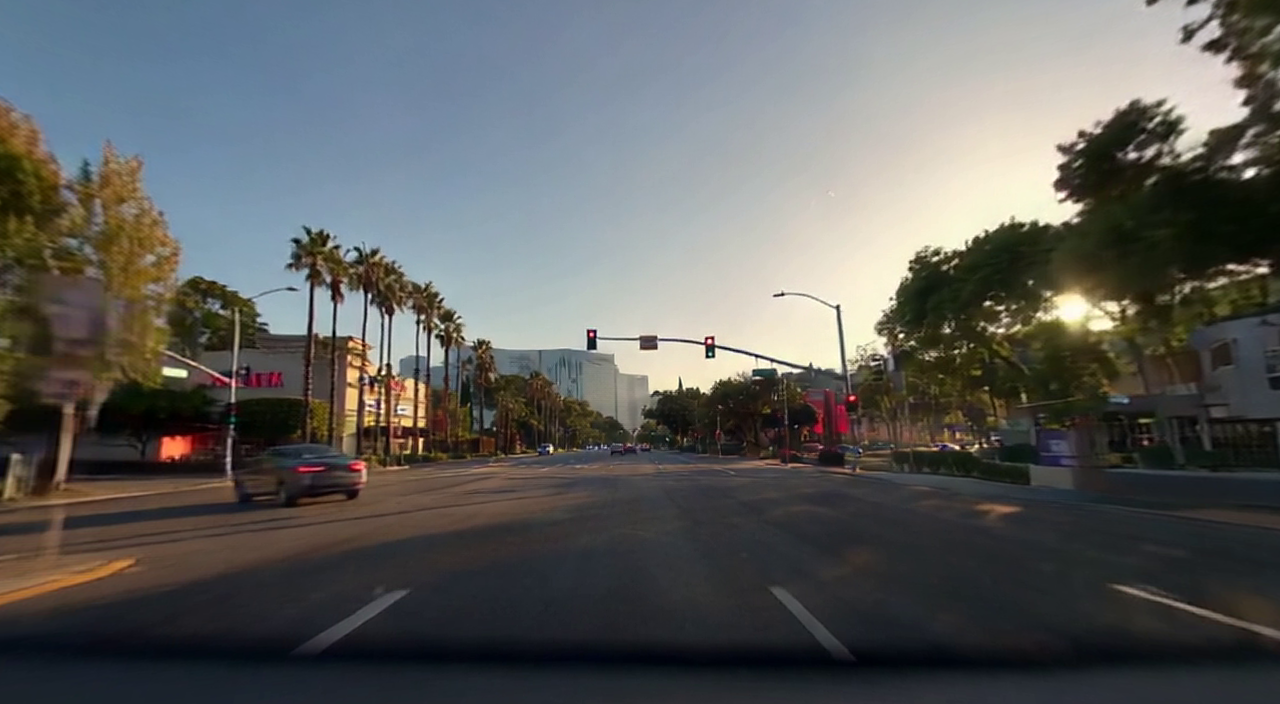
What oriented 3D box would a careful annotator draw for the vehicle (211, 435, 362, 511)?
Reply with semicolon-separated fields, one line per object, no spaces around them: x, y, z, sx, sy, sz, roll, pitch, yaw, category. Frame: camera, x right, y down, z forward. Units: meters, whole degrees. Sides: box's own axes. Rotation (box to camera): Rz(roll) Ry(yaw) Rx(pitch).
-8.936;2.960;15.874;3.885;1.639;1.990;-7;-11;40;vehicle
